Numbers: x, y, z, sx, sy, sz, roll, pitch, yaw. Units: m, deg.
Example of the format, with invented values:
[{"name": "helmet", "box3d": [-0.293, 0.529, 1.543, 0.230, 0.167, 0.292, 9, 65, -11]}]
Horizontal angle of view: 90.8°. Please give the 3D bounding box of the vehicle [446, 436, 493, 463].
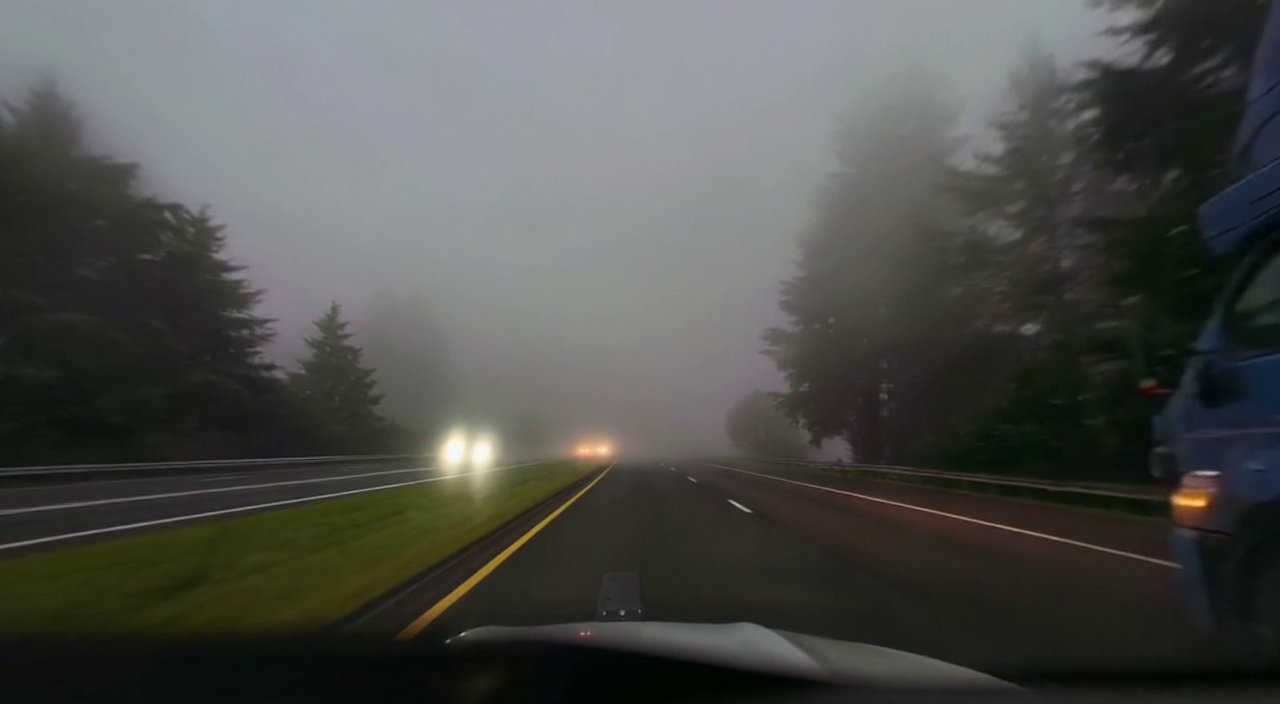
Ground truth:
[{"name": "vehicle", "box3d": [-12.676, 7.291, 47.282, 2.133, 1.882, 5.138, 0, -9, -1]}]
